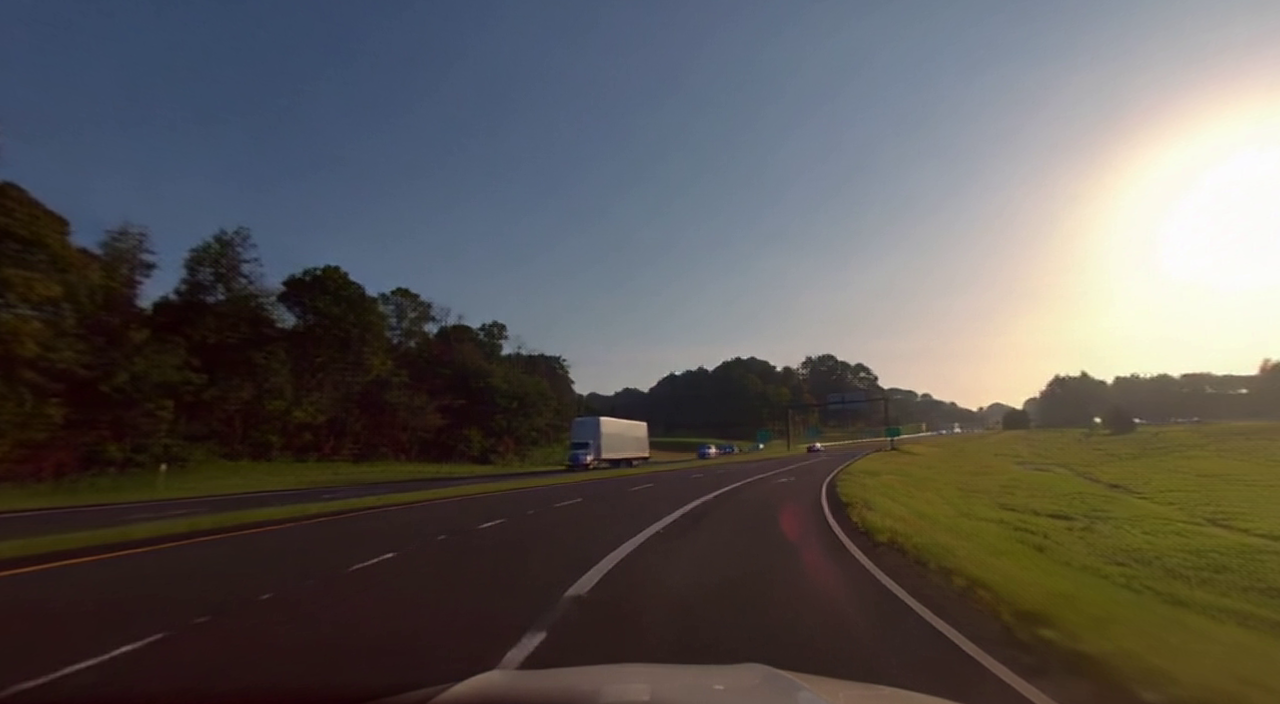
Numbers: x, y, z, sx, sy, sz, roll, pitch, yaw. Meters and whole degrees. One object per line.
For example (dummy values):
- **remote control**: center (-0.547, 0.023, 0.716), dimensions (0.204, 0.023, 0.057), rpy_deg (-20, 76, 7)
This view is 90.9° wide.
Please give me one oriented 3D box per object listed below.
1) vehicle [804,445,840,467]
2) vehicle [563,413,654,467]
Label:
- **vehicle**: center (12.416, 7.052, 42.873), dimensions (1.807, 1.427, 3.645), rpy_deg (-4, -10, 23)
- **vehicle**: center (-2.084, 6.544, 46.355), dimensions (2.965, 3.507, 9.019), rpy_deg (-4, -10, 23)
